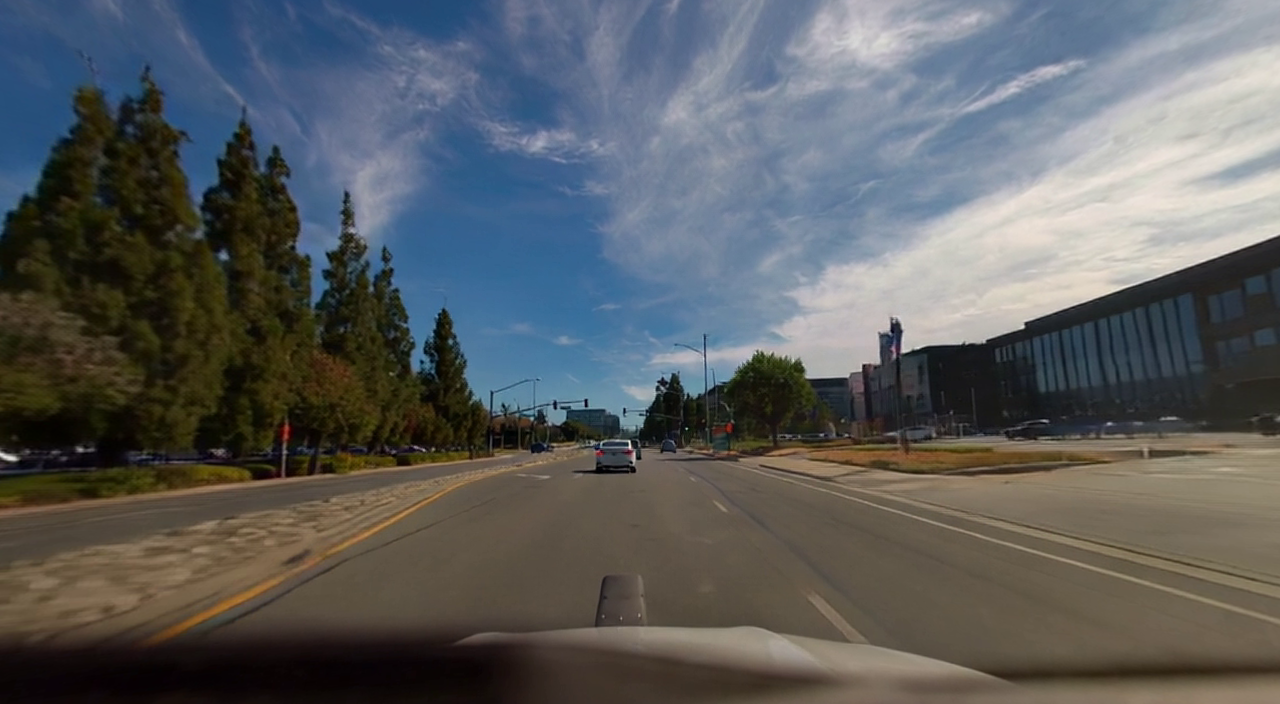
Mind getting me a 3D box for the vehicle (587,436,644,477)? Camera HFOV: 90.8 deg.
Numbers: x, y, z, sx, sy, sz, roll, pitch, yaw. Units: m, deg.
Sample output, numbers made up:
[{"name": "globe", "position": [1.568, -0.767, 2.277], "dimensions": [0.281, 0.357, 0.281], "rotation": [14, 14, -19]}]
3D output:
[{"name": "vehicle", "position": [-0.890, 4.125, 25.161], "dimensions": [2.075, 1.470, 3.962], "rotation": [0, -8, 0]}]
